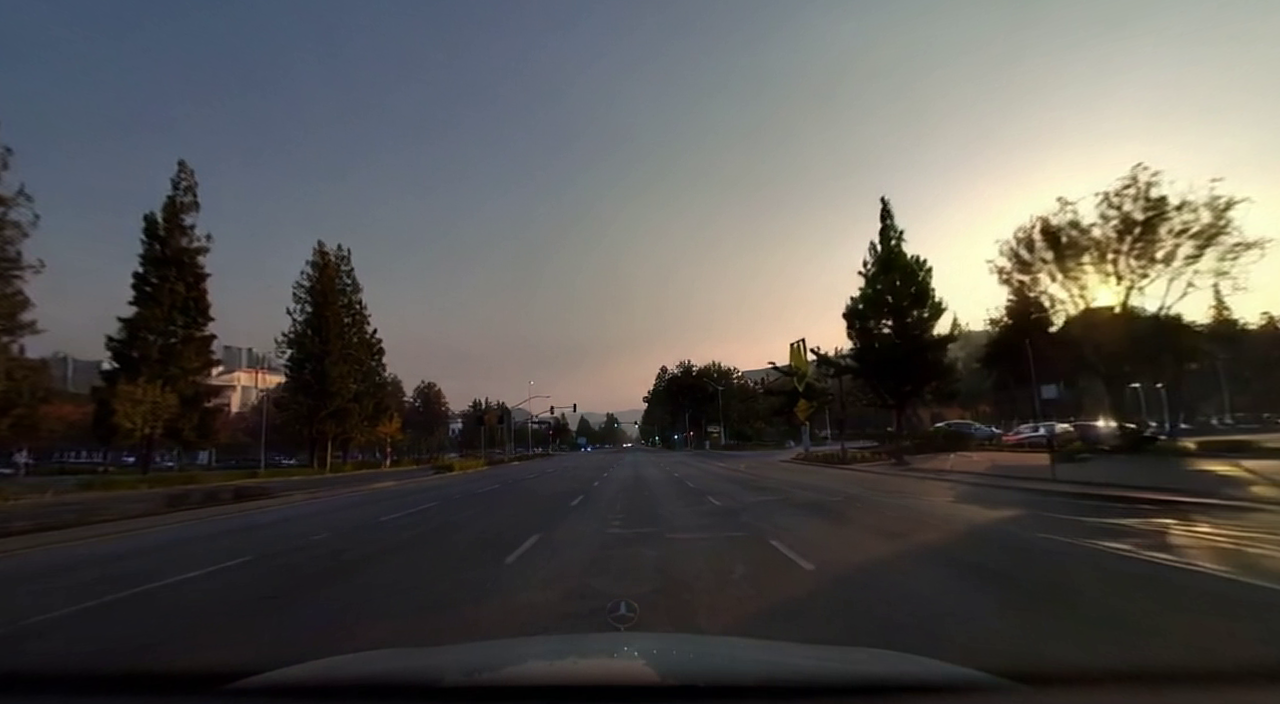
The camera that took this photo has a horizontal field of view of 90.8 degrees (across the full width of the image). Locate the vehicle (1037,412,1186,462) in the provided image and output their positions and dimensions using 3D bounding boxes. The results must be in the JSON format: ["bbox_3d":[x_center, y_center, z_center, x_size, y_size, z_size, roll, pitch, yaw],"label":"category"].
[{"bbox_3d":[23.325,4.233,31.465,5.460,1.980,2.188,-5,-8,2],"label":"vehicle"}]

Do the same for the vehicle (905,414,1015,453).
[{"bbox_3d":[22.594,5.820,44.901,6.347,2.674,2.521,0,-8,1],"label":"vehicle"}]
